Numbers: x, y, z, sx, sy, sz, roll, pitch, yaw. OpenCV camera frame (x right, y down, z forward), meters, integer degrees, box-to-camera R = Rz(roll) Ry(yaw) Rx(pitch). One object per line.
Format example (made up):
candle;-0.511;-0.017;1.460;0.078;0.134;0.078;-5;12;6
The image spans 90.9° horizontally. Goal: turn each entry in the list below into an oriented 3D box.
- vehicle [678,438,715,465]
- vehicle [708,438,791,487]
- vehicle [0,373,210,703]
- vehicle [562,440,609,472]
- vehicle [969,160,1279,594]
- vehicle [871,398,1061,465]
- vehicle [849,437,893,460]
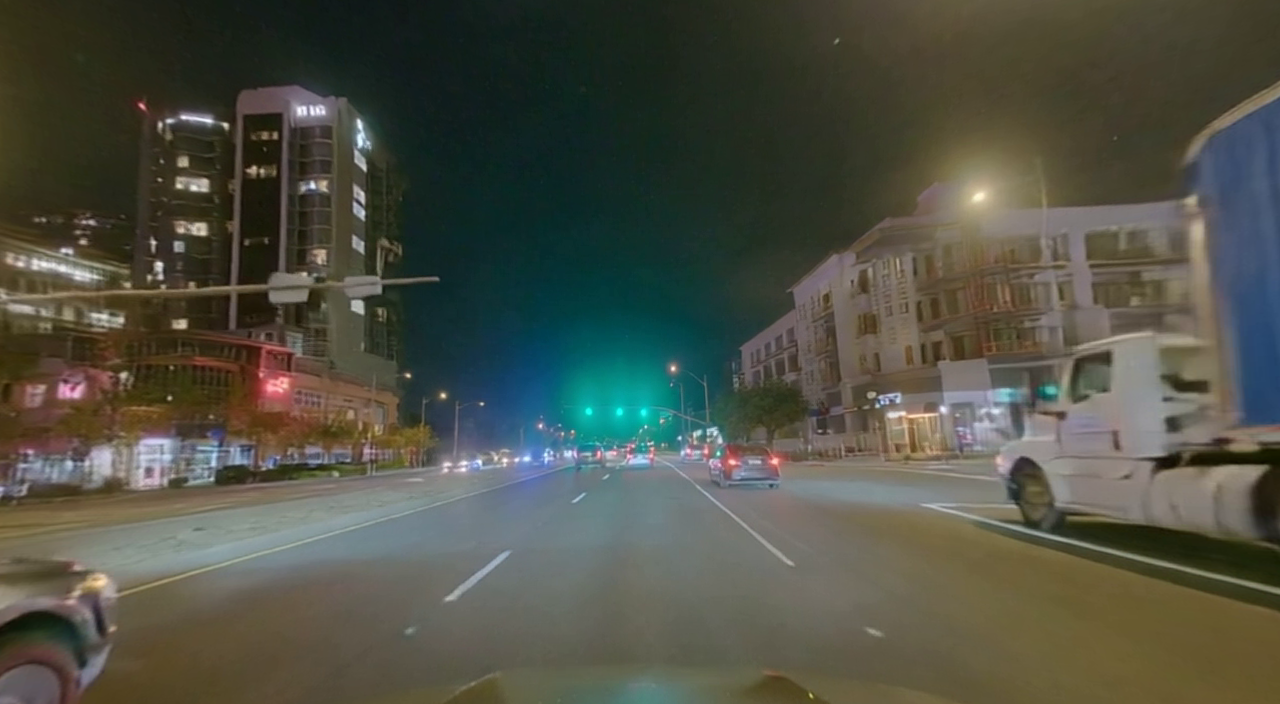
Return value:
vehicle;3.683;6.580;41.965;2.050;1.683;3.990;0;-8;0
vehicle;3.563;3.672;21.280;1.972;1.452;4.189;0;-8;-1
vehicle;-3.187;0.638;0.688;2.024;1.529;4.741;0;-8;1
vehicle;-2.759;5.336;32.647;2.003;1.509;4.396;0;-8;1
vehicle;7.129;0.309;6.096;3.159;3.716;8.959;0;-8;1
vehicle;16.831;4.235;33.136;8.201;3.281;2.759;-1;-8;7
vehicle;14.446;5.998;39.227;1.920;1.346;4.247;-5;-9;27
